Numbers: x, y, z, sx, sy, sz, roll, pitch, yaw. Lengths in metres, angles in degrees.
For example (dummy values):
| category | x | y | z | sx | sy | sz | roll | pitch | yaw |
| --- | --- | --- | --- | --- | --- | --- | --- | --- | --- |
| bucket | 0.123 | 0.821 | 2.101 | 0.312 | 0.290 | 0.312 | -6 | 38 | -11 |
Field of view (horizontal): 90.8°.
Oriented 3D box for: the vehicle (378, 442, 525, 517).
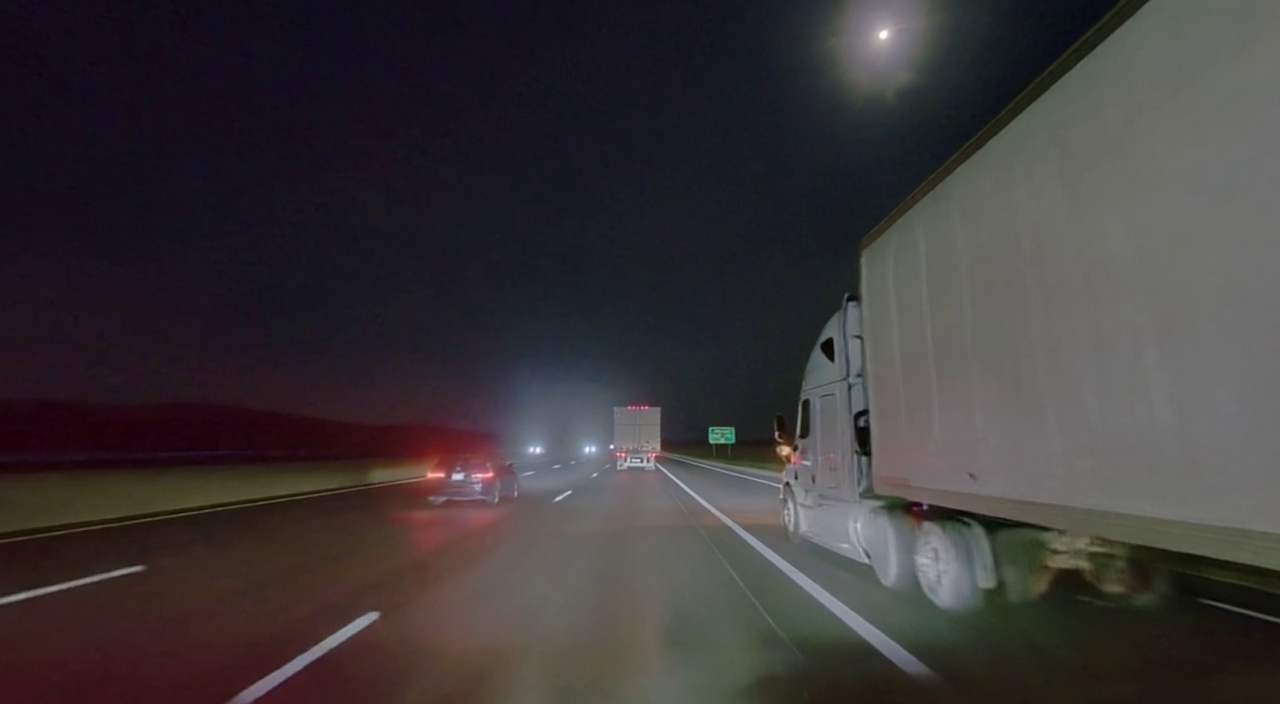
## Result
| category | x | y | z | sx | sy | sz | roll | pitch | yaw |
| --- | --- | --- | --- | --- | --- | --- | --- | --- | --- |
| vehicle | -4.193 | 2.915 | 15.051 | 1.892 | 1.471 | 5.047 | 0 | -9 | 1 |
